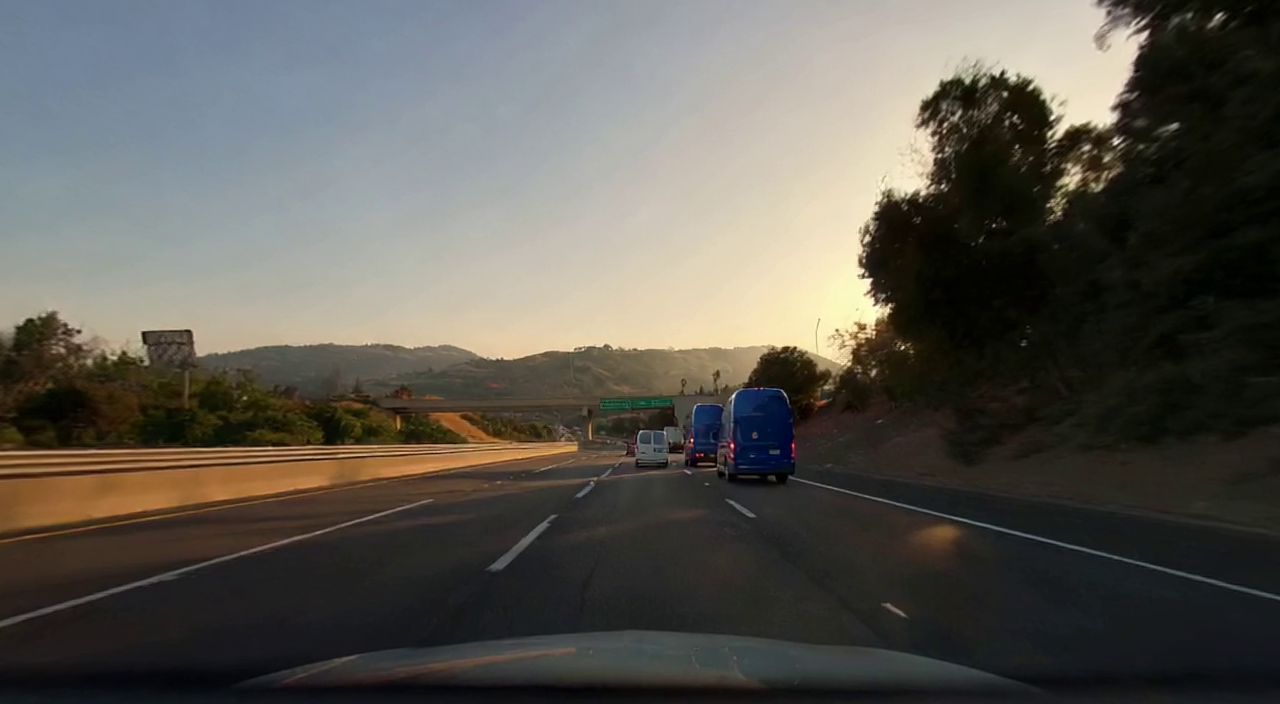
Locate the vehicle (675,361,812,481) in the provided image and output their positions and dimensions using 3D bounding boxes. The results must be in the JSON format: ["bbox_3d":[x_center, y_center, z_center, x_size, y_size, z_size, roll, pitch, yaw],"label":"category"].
[{"bbox_3d":[4.098,3.622,30.664,3.892,4.216,16.830,0,-8,0],"label":"vehicle"}]

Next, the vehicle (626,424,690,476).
[{"bbox_3d":[0.708,4.164,26.906,2.469,2.027,4.554,0,-8,0],"label":"vehicle"}]
